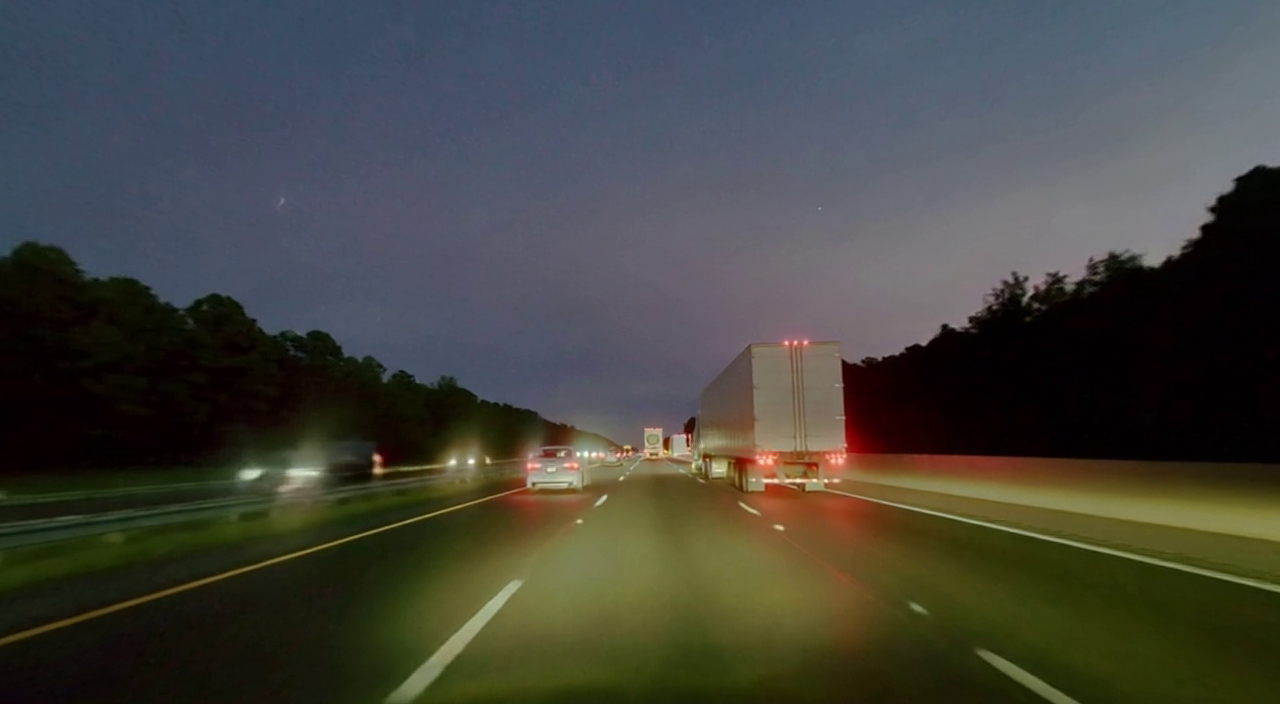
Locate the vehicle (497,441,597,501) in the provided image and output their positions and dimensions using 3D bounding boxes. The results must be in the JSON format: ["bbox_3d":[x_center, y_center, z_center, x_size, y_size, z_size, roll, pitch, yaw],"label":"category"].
[{"bbox_3d":[-2.570,3.481,18.822,2.104,1.526,4.940,0,-9,1],"label":"vehicle"}]

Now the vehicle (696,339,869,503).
[{"bbox_3d":[4.153,2.803,22.880,2.974,4.083,14.389,0,-9,0],"label":"vehicle"}]

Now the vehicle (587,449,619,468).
[{"bbox_3d":[-2.841,8.319,49.350,2.121,1.445,4.651,0,-9,1],"label":"vehicle"}]

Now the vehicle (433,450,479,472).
[{"bbox_3d":[-14.283,8.501,49.324,2.009,1.600,4.723,0,-9,2],"label":"vehicle"}]

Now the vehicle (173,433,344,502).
[{"bbox_3d":[-11.414,3.483,19.425,2.149,1.825,4.824,0,-9,1],"label":"vehicle"}]
